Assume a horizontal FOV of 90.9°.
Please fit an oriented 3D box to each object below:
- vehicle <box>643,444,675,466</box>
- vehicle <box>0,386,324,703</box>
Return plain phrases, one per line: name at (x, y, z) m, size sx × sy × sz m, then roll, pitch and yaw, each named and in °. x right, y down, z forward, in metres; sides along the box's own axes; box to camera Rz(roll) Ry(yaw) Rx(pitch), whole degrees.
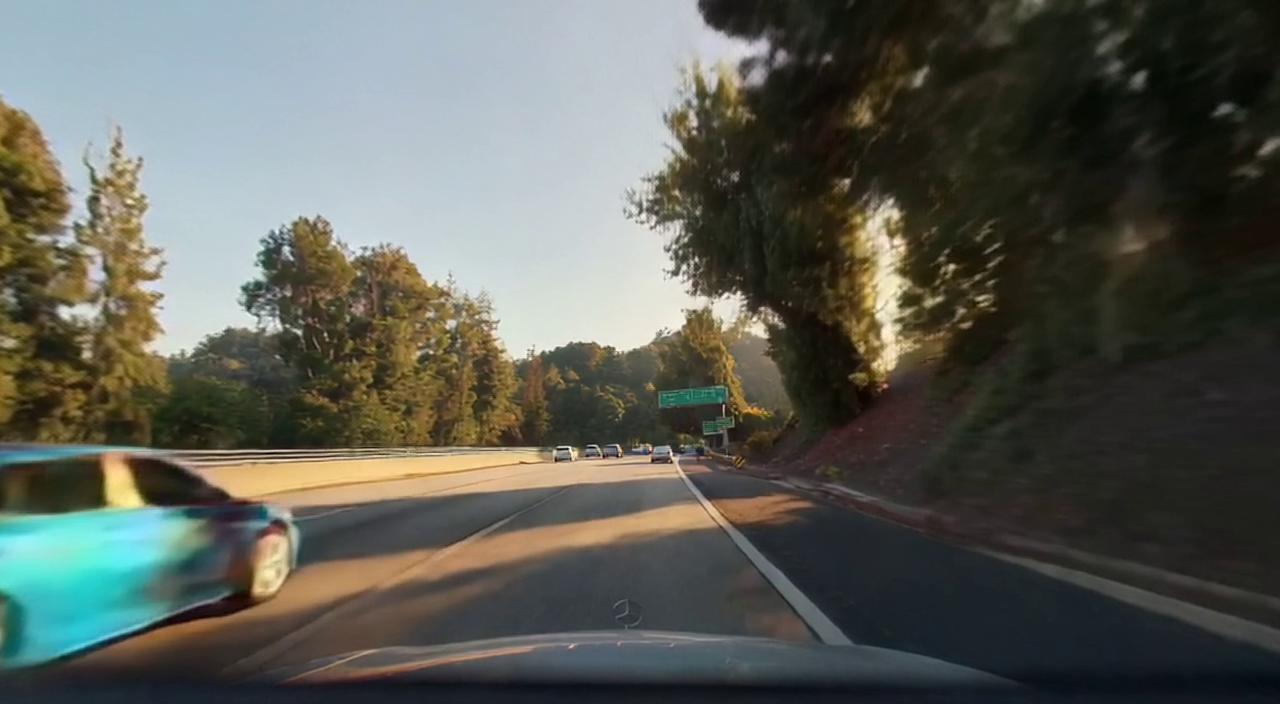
vehicle at (1.375, 7.195, 44.305) m, size 2.113 × 1.464 × 4.073 m, roll 0°, pitch -8°, yaw 3°
vehicle at (-3.466, 0.927, 2.565) m, size 2.024 × 1.531 × 4.431 m, roll 0°, pitch -8°, yaw 0°
